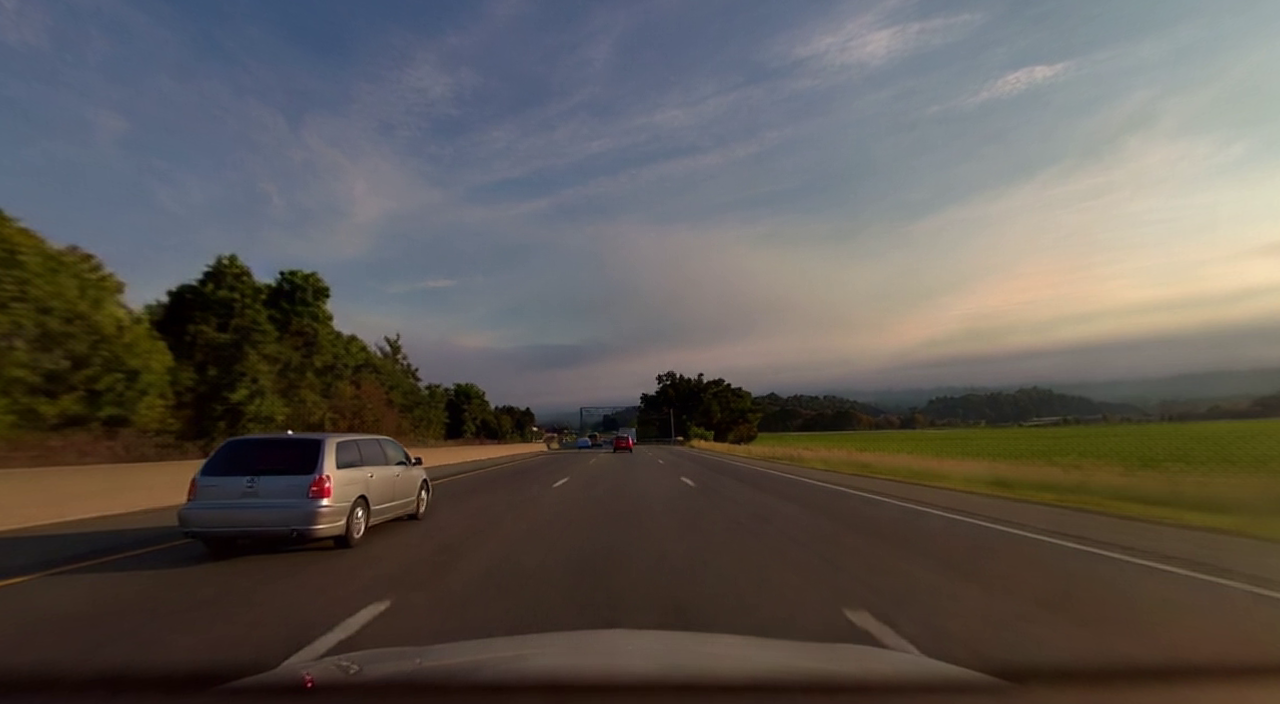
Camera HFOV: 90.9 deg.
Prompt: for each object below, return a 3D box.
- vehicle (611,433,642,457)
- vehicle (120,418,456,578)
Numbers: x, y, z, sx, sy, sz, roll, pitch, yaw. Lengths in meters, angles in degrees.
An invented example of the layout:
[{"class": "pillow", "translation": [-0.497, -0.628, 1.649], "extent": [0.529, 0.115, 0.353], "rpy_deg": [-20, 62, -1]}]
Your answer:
[{"class": "vehicle", "translation": [-0.941, 6.740, 45.639], "extent": [2.162, 1.616, 4.242], "rpy_deg": [0, -8, 0]}, {"class": "vehicle", "translation": [-3.910, 1.655, 8.014], "extent": [1.931, 1.483, 4.105], "rpy_deg": [0, -8, -1]}]
